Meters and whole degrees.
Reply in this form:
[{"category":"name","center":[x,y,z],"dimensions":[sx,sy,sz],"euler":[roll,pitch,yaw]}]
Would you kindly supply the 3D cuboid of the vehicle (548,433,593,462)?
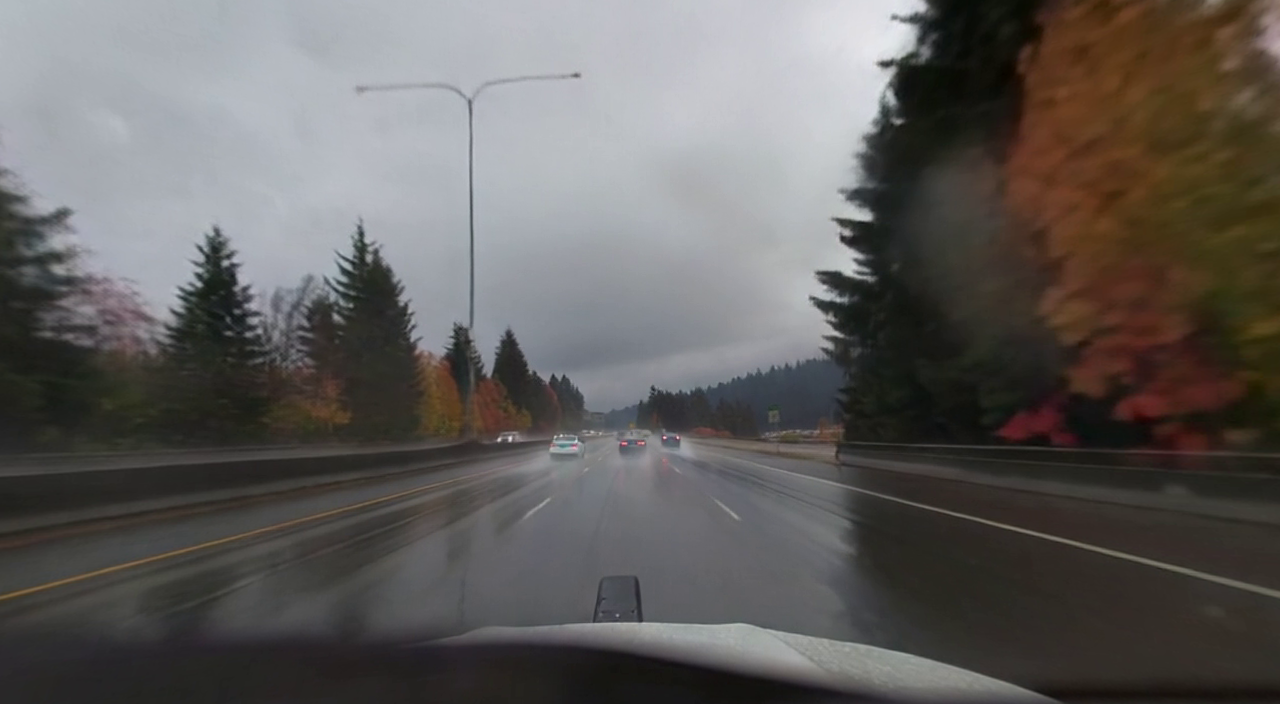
[{"category":"vehicle","center":[-3.933,5.473,36.247],"dimensions":[2.103,1.507,4.367],"euler":[0,-8,0]}]
